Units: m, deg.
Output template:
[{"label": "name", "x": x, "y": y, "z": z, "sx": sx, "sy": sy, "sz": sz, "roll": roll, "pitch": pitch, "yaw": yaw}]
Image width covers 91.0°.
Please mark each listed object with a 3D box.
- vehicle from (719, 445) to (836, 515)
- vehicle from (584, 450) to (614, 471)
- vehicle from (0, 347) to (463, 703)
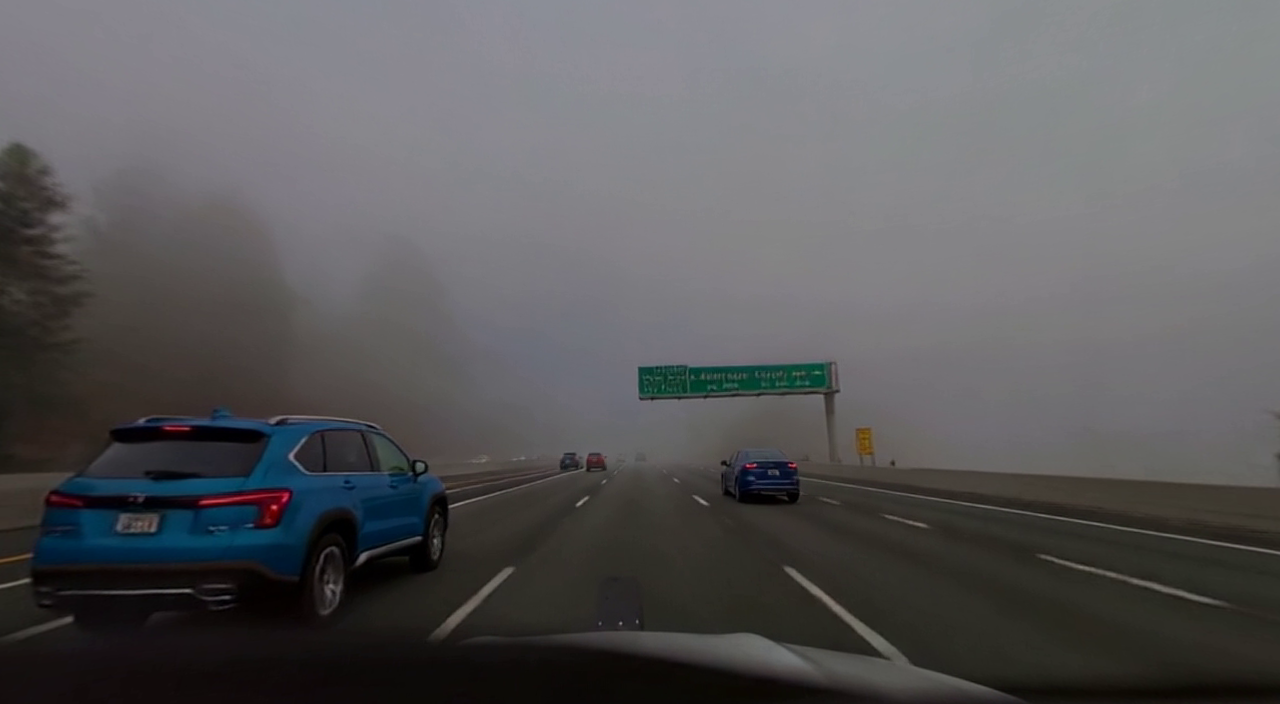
[{"label": "vehicle", "x": 3.256, "y": 3.113, "z": 15.846, "sx": 1.979, "sy": 1.486, "sz": 4.125, "roll": 1, "pitch": -9, "yaw": -1}, {"label": "vehicle", "x": -3.191, "y": 8.481, "z": 49.440, "sx": 2.030, "sy": 1.563, "sz": 4.389, "roll": 0, "pitch": -9, "yaw": 0}, {"label": "vehicle", "x": -3.154, "y": 1.185, "z": 5.025, "sx": 2.137, "sy": 1.756, "sz": 4.453, "roll": 0, "pitch": -9, "yaw": 0}]
